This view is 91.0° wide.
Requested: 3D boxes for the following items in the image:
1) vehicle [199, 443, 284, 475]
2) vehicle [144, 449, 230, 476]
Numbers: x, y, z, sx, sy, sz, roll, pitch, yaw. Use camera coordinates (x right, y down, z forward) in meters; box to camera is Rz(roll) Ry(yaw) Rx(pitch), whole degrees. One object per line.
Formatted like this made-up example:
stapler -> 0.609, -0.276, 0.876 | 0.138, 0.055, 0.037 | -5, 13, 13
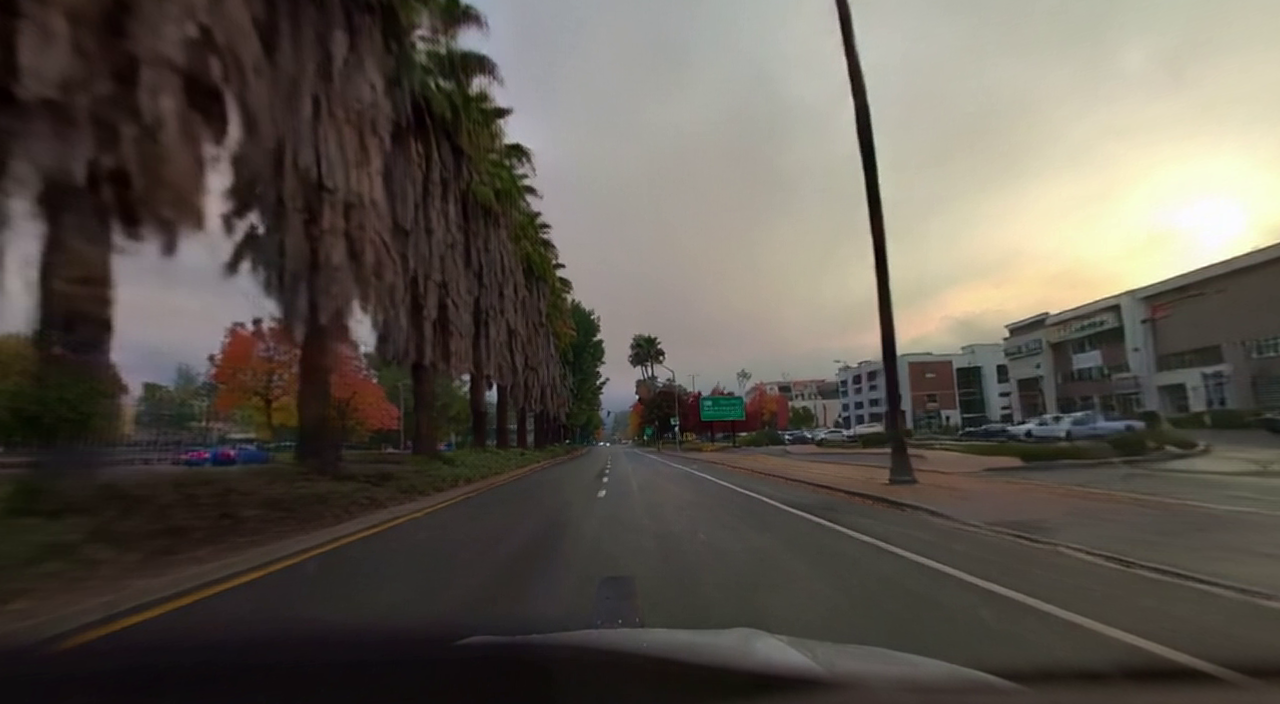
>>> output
vehicle -> -22.714, 6.085, 36.131 | 1.994, 1.652, 4.570 | 1, -9, -3
vehicle -> -26.534, 6.463, 37.112 | 1.915, 1.485, 4.389 | 1, -9, -2
